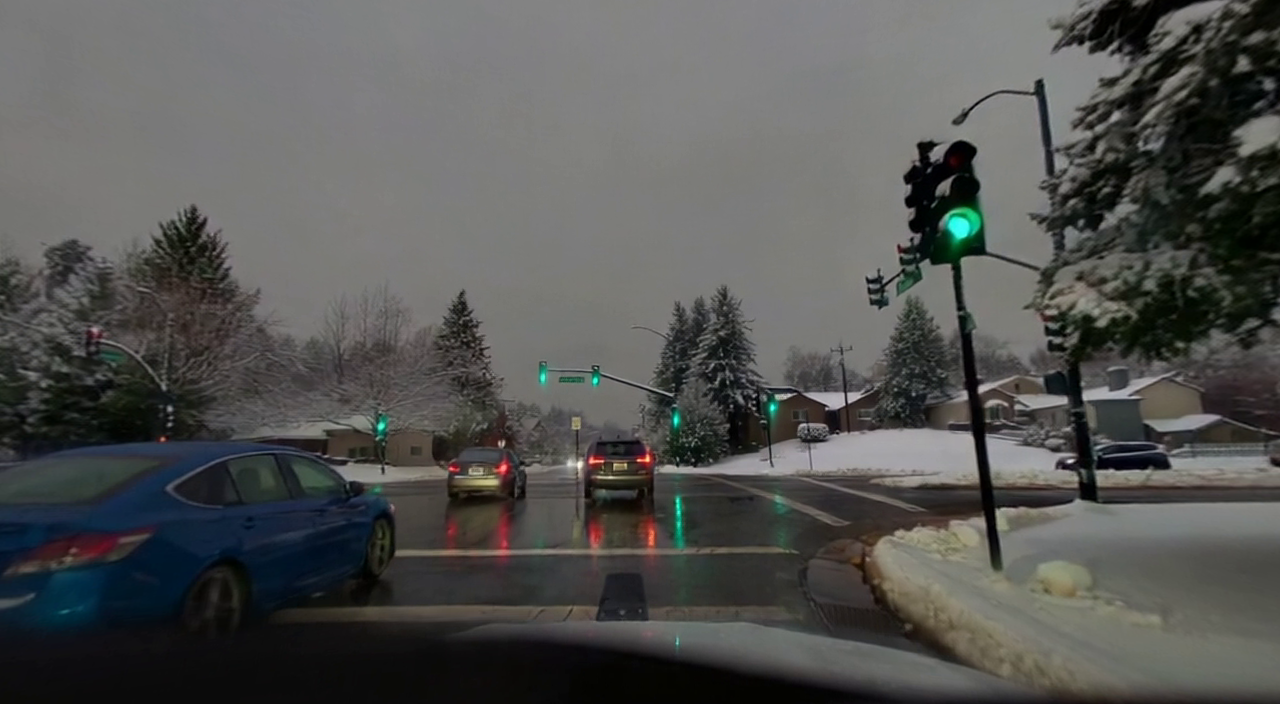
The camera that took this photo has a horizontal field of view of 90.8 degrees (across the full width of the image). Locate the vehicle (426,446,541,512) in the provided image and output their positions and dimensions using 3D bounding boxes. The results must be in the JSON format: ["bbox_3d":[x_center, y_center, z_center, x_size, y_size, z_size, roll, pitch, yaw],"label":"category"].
[{"bbox_3d":[-3.885,3.205,16.493,1.934,1.459,4.368,0,-9,-1],"label":"vehicle"}]

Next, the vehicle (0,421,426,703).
[{"bbox_3d":[-3.576,1.419,5.210,1.977,1.488,4.741,0,-9,0],"label":"vehicle"}]

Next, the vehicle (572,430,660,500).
[{"bbox_3d":[-0.732,3.444,19.625,2.396,1.881,4.606,0,-9,-2],"label":"vehicle"}]

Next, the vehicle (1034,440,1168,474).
[{"bbox_3d":[20.542,4.694,28.330,4.353,1.431,1.876,-2,-9,13],"label":"vehicle"}]
